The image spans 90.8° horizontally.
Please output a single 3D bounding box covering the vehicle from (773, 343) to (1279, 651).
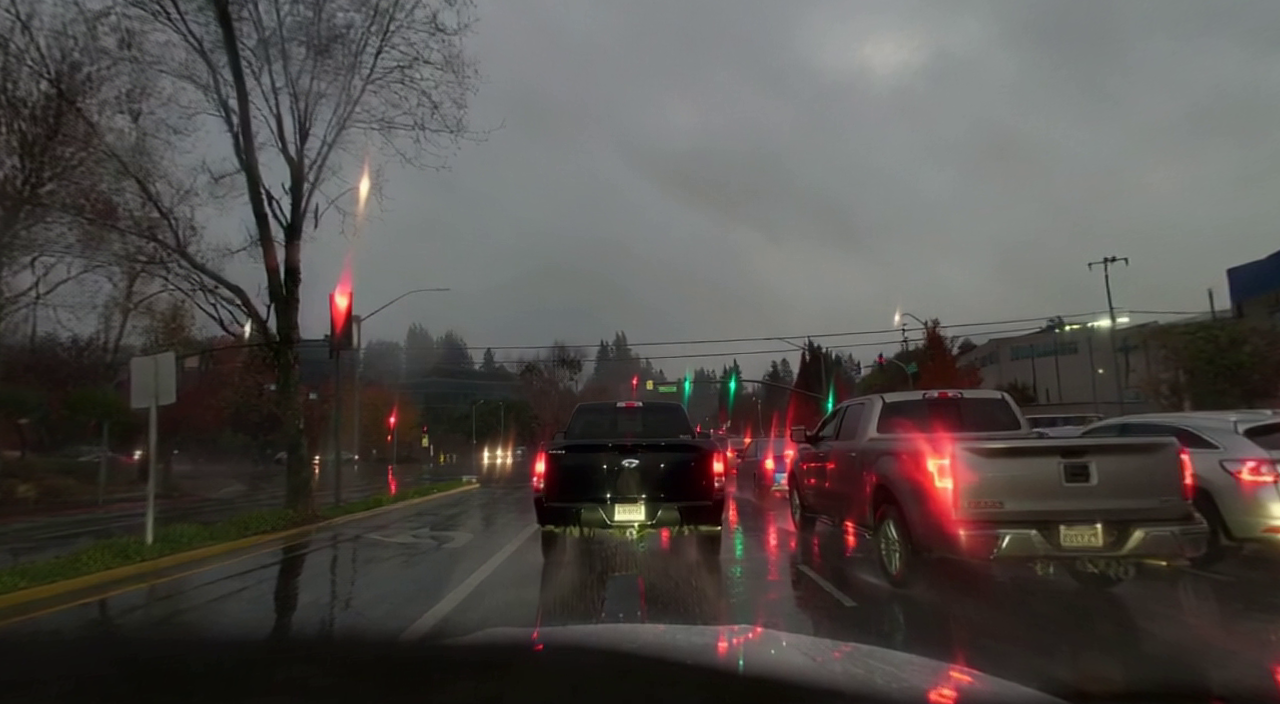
[{"bbox_3d":[3.323,1.329,6.927,2.412,1.953,5.682,0,-9,-1],"label":"vehicle"}]

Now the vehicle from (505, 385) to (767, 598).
[{"bbox_3d":[-0.061,1.567,8.000,2.240,1.821,5.001,0,-9,-1],"label":"vehicle"}]

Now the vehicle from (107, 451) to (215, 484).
[{"bbox_3d":[-26.385,6.326,35.008,4.437,1.669,1.936,5,-10,-30],"label":"vehicle"}]
